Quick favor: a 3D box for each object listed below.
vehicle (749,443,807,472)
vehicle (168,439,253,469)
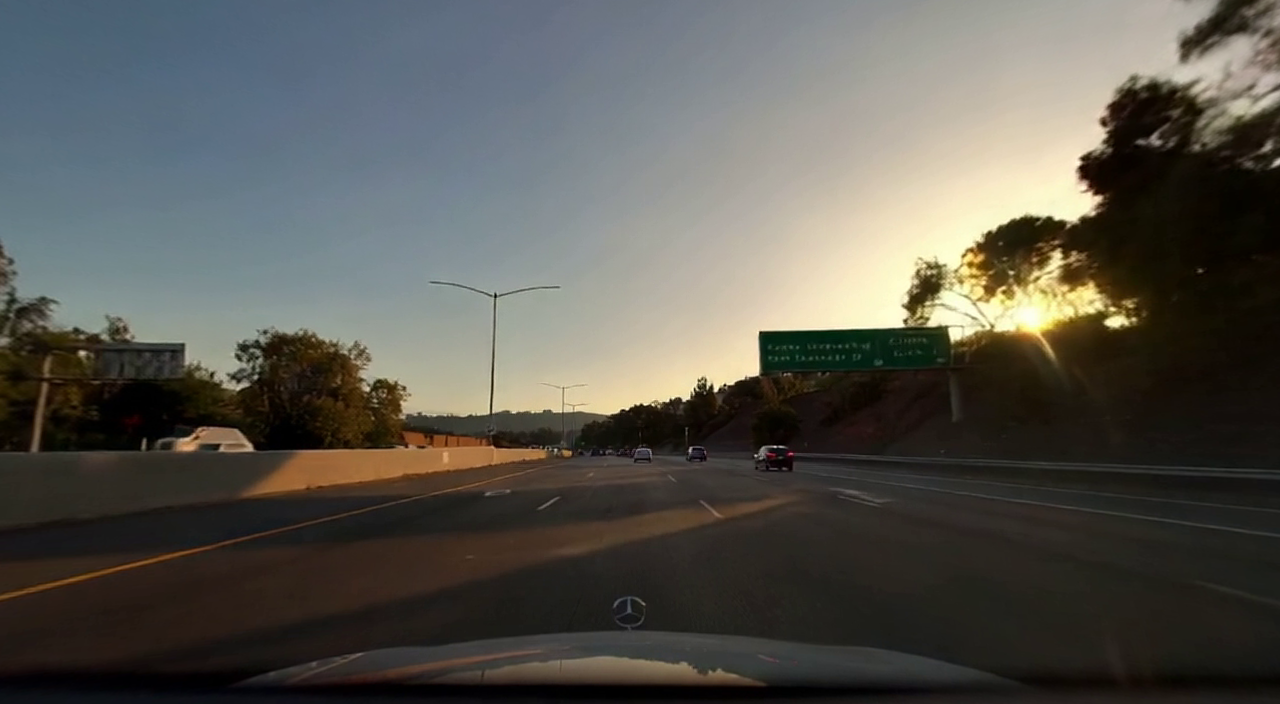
[{"bbox_3d":[7.771,6.014,36.030,2.031,1.524,4.657,0,-9,-3],"label":"vehicle"},{"bbox_3d":[-26.405,6.296,38.936,2.081,1.712,4.467,0,-9,0],"label":"vehicle"}]
